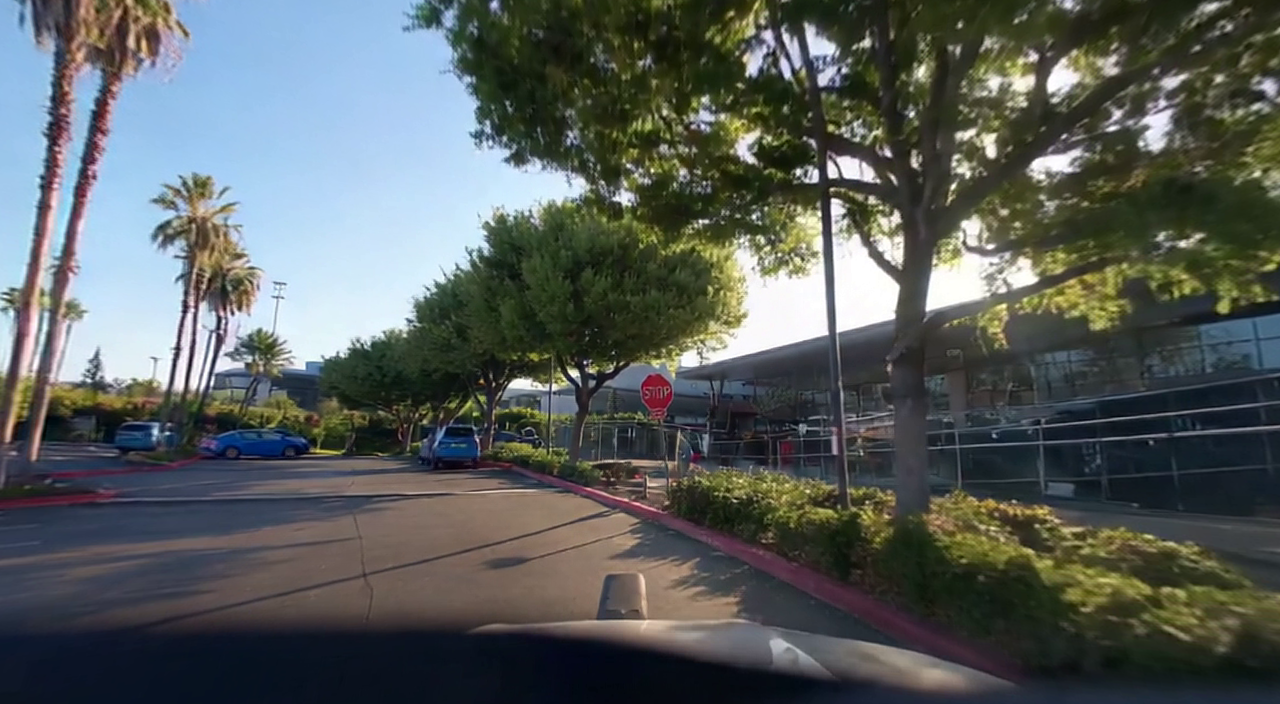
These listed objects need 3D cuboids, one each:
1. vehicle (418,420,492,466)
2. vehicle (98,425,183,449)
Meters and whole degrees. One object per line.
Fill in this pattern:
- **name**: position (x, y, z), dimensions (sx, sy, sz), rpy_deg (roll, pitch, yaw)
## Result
- **vehicle**: position (-7.760, 3.790, 26.280), dimensions (2.071, 1.700, 4.367), rpy_deg (4, -10, -27)
- **vehicle**: position (-34.924, 5.983, 44.214), dimensions (4.457, 1.552, 1.748), rpy_deg (7, -11, -40)
